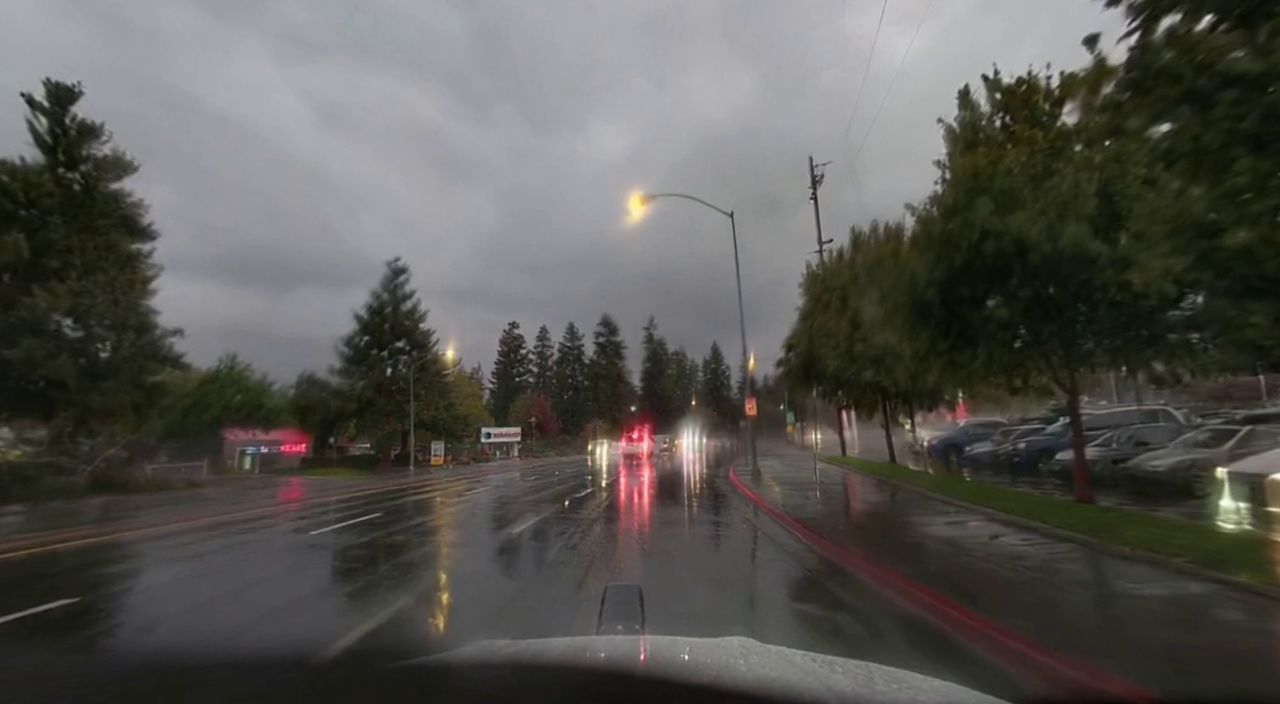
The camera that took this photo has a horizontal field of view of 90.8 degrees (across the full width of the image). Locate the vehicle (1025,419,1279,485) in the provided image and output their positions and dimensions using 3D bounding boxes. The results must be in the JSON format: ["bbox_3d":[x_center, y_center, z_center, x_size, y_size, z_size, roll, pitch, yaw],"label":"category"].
[{"bbox_3d":[12.176,2.395,15.193,4.423,1.455,2.034,0,-8,2],"label":"vehicle"}]

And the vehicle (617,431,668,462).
[{"bbox_3d":[0.208,5.824,39.040,2.168,1.783,4.695,-2,-9,13],"label":"vehicle"}]

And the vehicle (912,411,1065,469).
[{"bbox_3d":[12.991,3.313,23.790,4.408,1.682,2.040,-6,-9,3],"label":"vehicle"}]
